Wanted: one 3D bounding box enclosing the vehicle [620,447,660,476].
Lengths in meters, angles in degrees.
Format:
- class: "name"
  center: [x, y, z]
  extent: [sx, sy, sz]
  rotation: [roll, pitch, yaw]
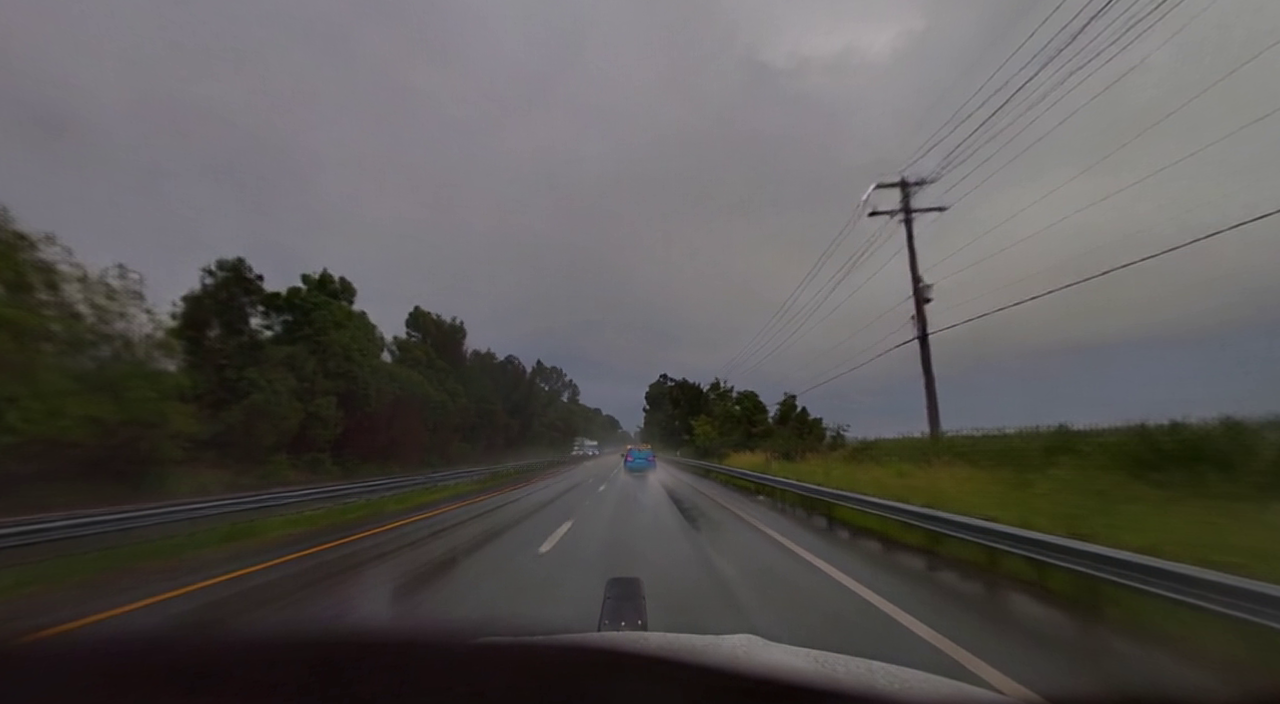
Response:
- class: "vehicle"
  center: [-0.056, 6.029, 34.976]
  extent: [2.080, 1.486, 3.813]
  rotation: [0, -9, -1]
